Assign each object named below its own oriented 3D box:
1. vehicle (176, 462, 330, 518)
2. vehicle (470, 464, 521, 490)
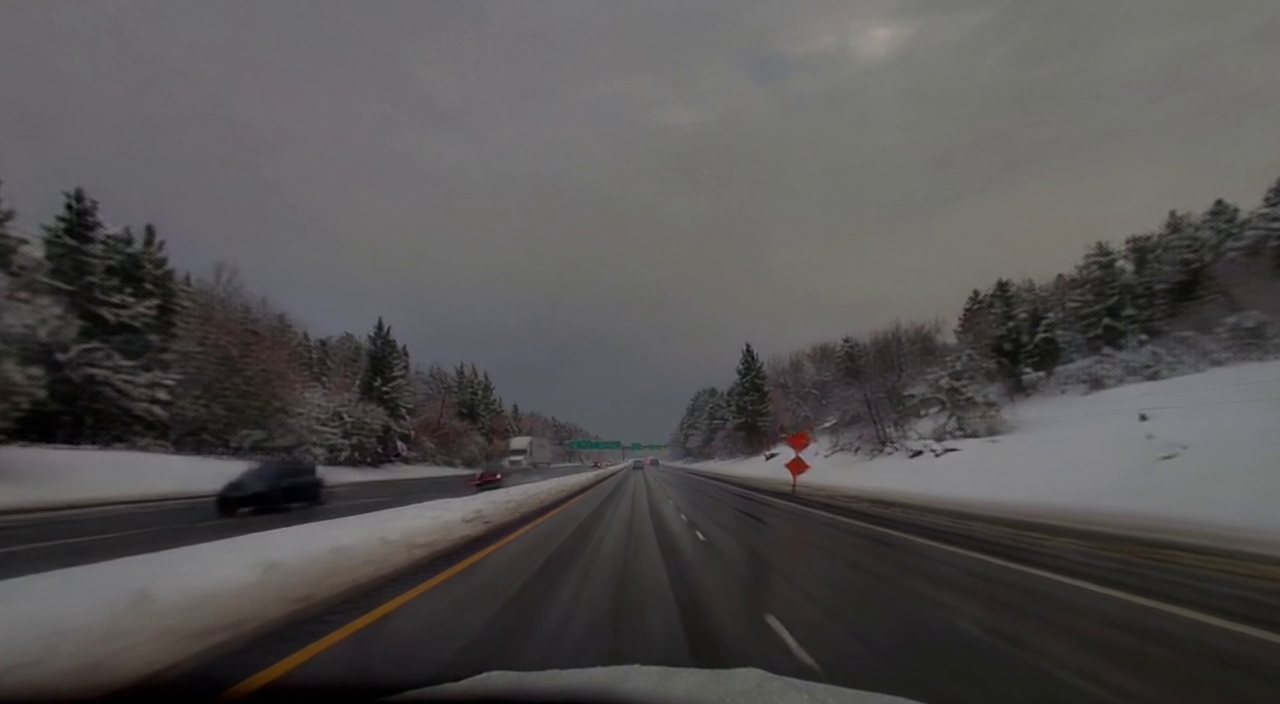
[{"bbox_3d":[-11.755,4.204,19.591,1.881,1.504,4.462,1,-10,1],"label":"vehicle"},{"bbox_3d":[-8.888,7.736,39.191,1.921,1.479,4.747,1,-10,1],"label":"vehicle"}]
